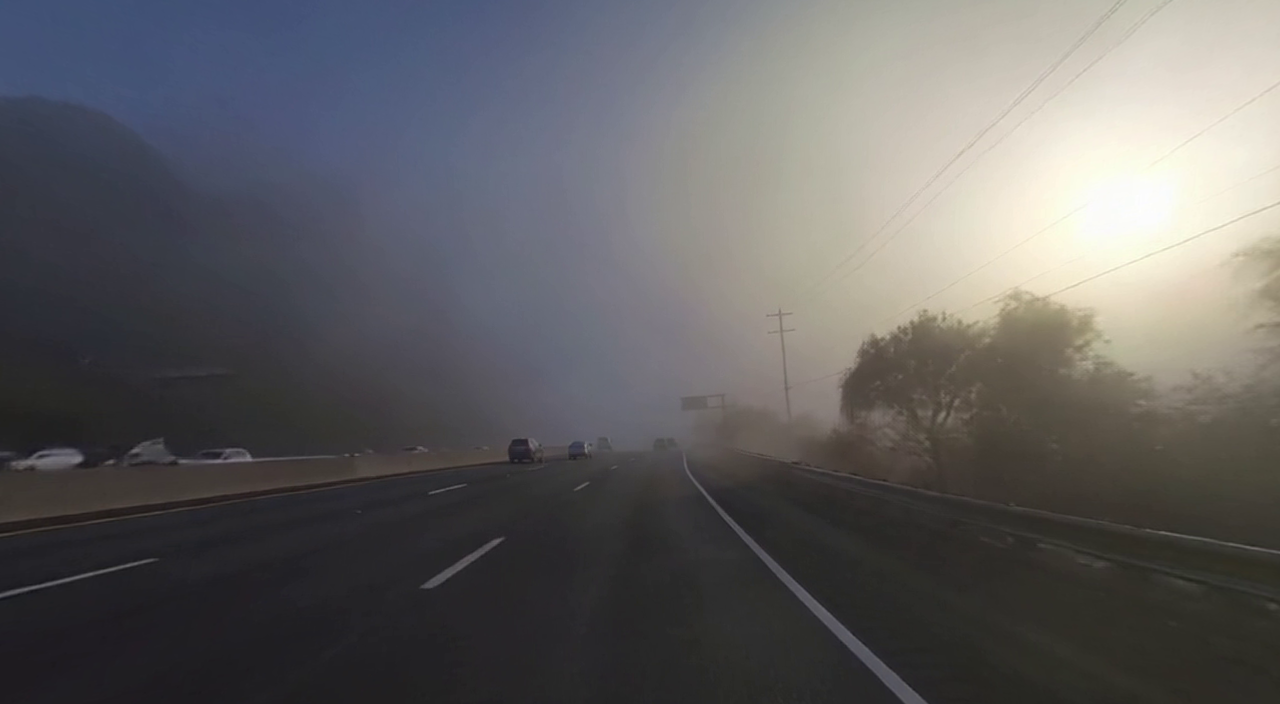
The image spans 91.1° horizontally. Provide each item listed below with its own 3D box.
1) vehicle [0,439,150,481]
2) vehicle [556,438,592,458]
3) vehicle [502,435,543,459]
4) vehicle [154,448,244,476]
[{"bbox_3d":[-28.070,5.347,31.504,2.245,1.893,5.358,-1,-9,5],"label":"vehicle"},{"bbox_3d":[-5.179,7.613,49.816,2.010,1.489,4.456,-1,-9,5],"label":"vehicle"},{"bbox_3d":[-8.970,7.307,48.275,2.063,1.743,4.392,-1,-9,4],"label":"vehicle"},{"bbox_3d":[-23.973,5.950,34.286,1.870,1.430,3.896,-1,-8,5],"label":"vehicle"}]
